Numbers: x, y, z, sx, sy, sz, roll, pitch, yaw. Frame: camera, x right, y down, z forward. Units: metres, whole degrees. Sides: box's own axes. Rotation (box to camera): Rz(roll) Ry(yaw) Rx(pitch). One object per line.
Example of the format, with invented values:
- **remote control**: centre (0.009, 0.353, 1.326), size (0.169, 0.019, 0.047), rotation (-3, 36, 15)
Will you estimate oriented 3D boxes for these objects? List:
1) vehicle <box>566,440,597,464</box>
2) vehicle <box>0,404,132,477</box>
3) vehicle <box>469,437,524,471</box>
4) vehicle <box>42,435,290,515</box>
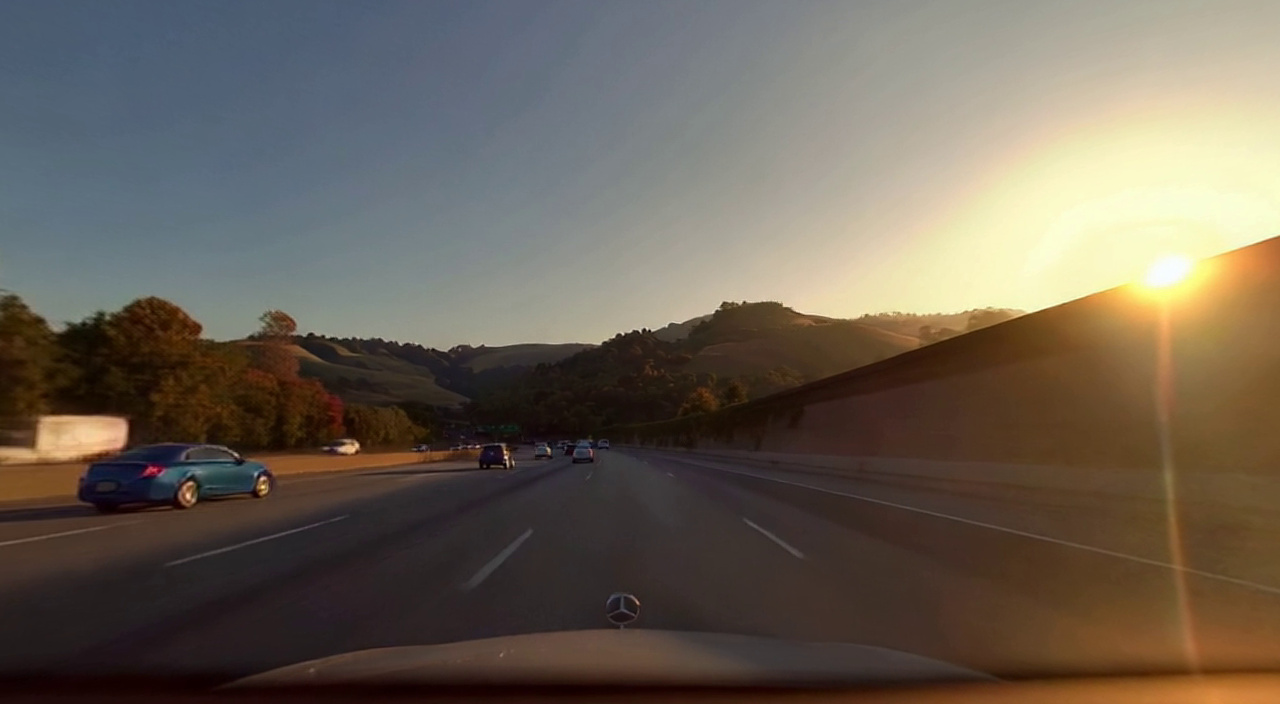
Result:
- **vehicle**: centre (-4.374, 7.544, 47.962), size (2.115, 1.713, 4.263), rotation (0, -9, -2)
- **vehicle**: centre (-29.850, 4.468, 31.767), size (2.804, 3.252, 6.771), rotation (0, -9, 1)
- **vehicle**: centre (-7.914, 5.663, 35.225), size (2.074, 1.768, 4.805), rotation (0, -9, -2)
- **vehicle**: centre (-10.238, 2.664, 14.272), size (1.949, 1.475, 4.740), rotation (0, -9, 0)
